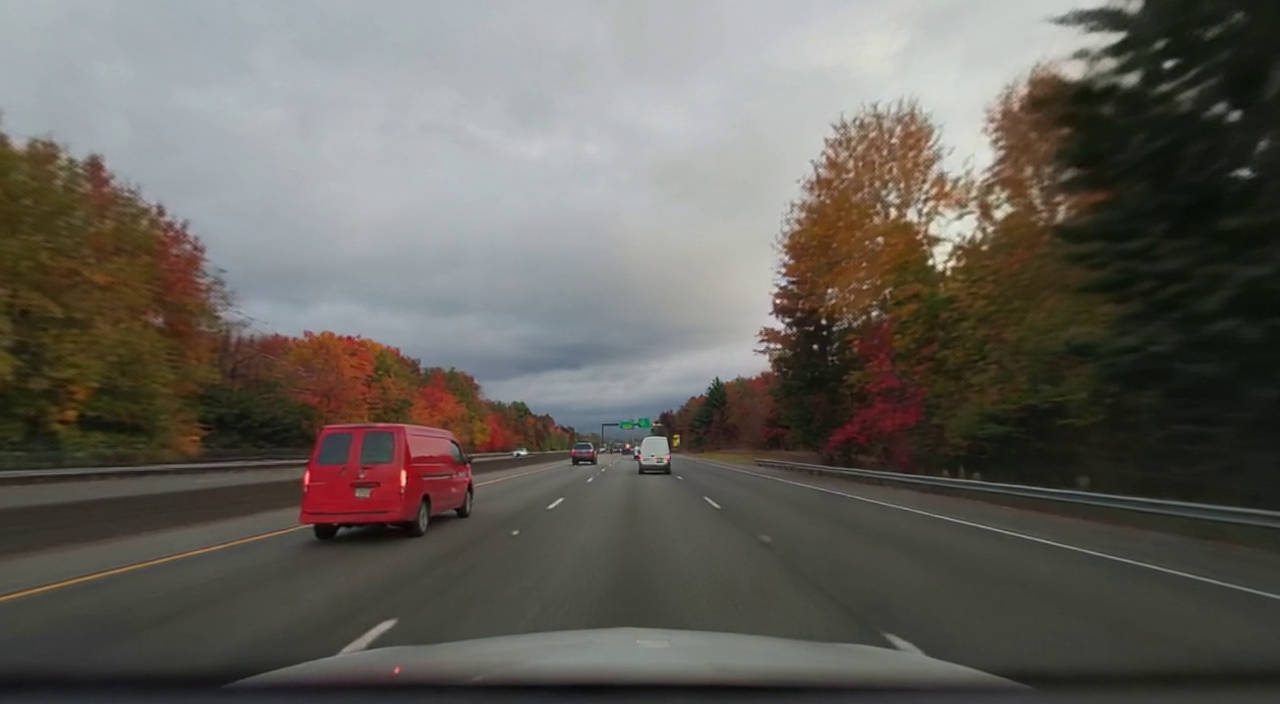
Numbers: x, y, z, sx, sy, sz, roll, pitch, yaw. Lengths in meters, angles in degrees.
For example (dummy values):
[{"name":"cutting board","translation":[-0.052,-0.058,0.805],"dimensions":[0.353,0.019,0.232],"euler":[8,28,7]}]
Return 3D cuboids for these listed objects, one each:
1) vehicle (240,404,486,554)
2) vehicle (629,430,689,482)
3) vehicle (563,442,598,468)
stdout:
[{"name":"vehicle","translation":[-3.848,1.846,9.629],"dimensions":[2.021,1.790,3.907],"euler":[0,-9,-1]},{"name":"vehicle","translation":[0.661,4.297,26.075],"dimensions":[2.179,1.930,4.538],"euler":[0,-9,-2]},{"name":"vehicle","translation":[-4.082,7.201,43.955],"dimensions":[2.088,1.688,4.365],"euler":[0,-9,-1]}]
